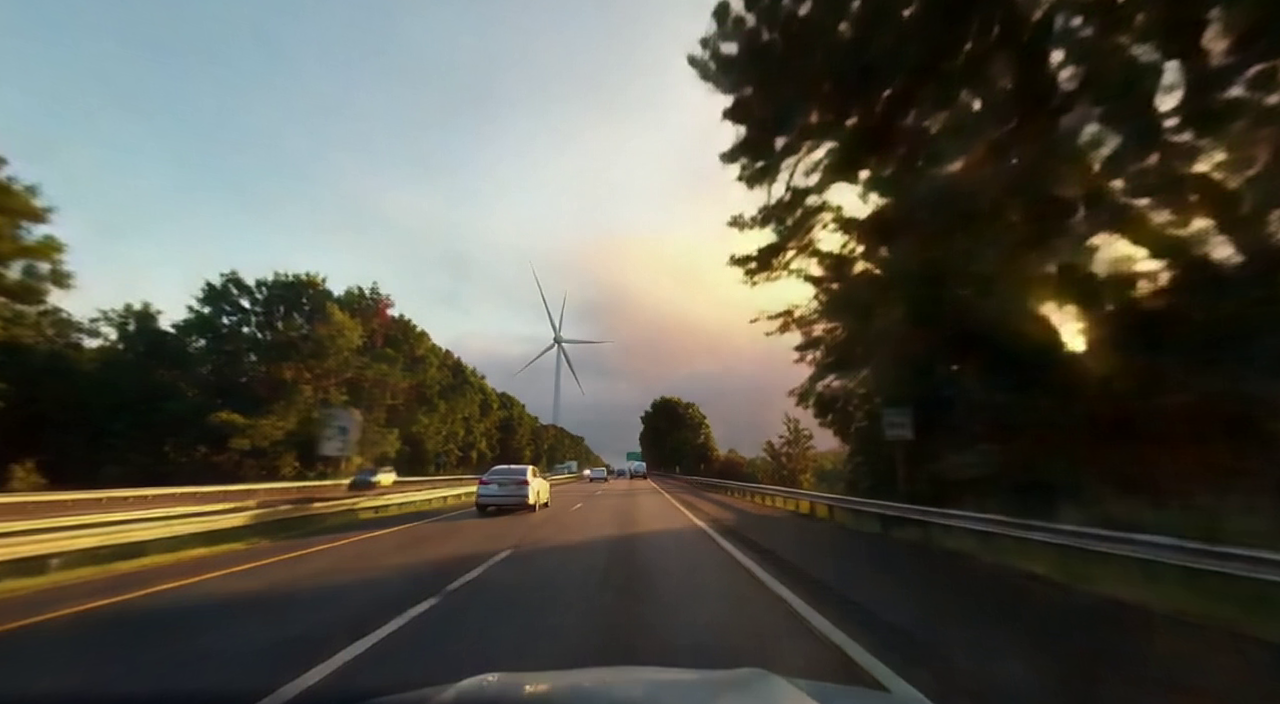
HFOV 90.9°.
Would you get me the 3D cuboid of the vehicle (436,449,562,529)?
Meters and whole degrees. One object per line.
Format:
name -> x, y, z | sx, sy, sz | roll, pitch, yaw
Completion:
vehicle -> -3.364, 3.428, 16.101 | 2.124, 1.705, 4.440 | 1, -11, 1
